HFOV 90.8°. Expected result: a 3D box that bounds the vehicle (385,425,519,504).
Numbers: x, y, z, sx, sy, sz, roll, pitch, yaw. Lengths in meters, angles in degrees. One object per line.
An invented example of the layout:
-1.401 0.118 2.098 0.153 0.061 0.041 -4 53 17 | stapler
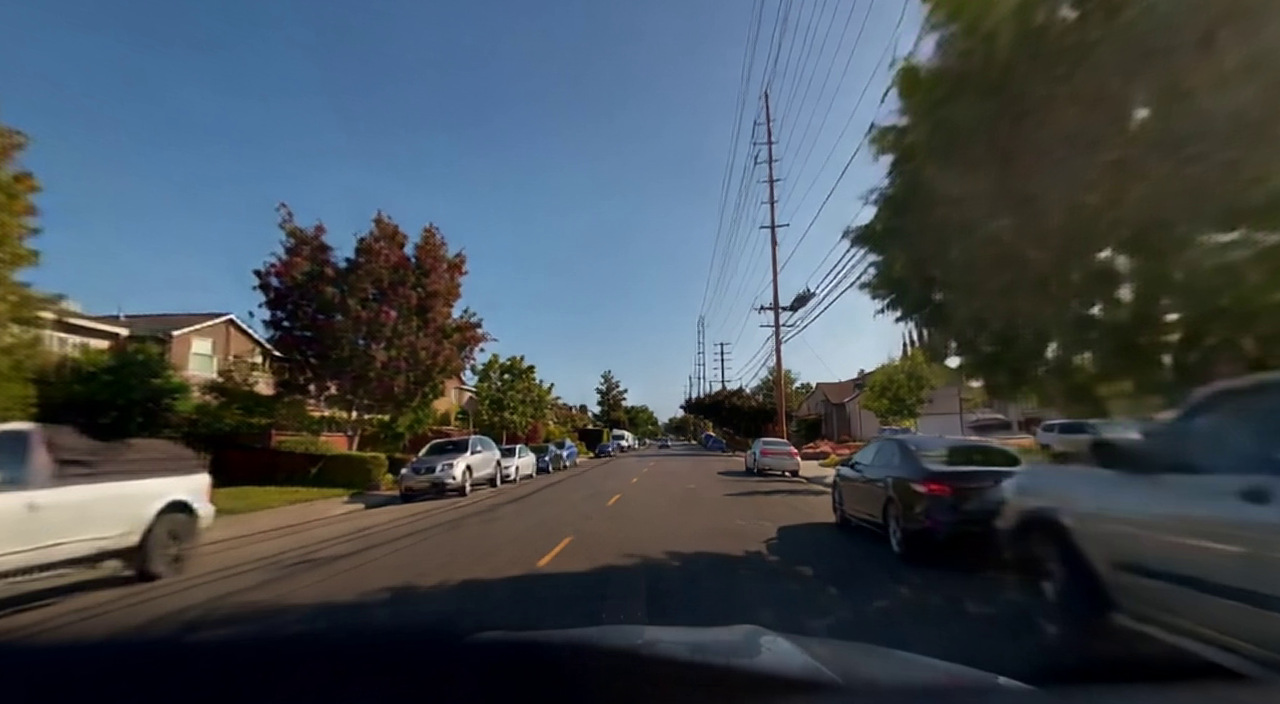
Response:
-5.327 3.266 18.704 2.192 1.873 4.985 -4 -9 4 | vehicle

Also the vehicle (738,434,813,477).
5.173 4.032 24.827 2.108 1.493 4.878 -1 -8 3 | vehicle

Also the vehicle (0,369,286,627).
-6.276 1.426 6.247 2.353 2.037 5.358 -4 -9 2 | vehicle

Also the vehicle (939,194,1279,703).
3.412 0.532 2.159 2.397 2.130 5.384 -1 -8 4 | vehicle
